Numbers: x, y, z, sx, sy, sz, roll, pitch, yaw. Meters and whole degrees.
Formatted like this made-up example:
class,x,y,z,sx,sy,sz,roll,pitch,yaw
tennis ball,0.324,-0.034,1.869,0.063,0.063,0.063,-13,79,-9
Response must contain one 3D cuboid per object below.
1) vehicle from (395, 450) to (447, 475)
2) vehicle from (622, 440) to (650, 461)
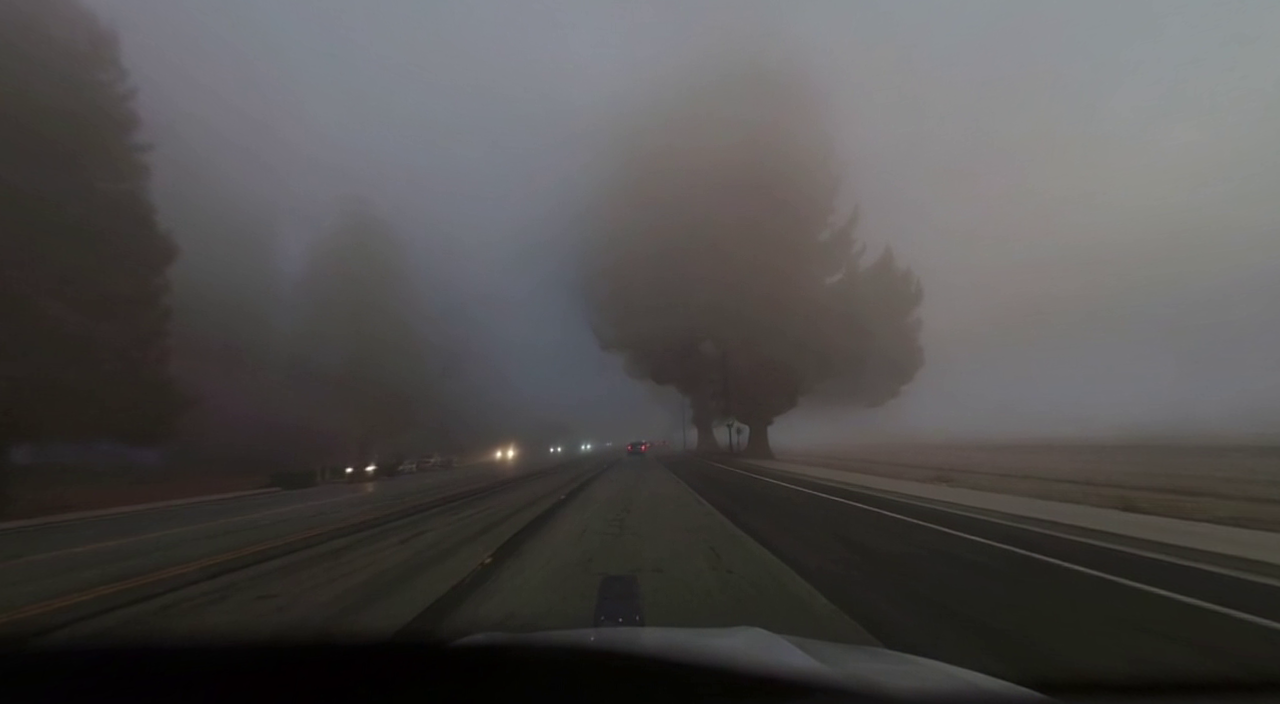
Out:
class,x,y,z,sx,sy,sz,roll,pitch,yaw
vehicle,-14.689,7.426,42.574,1.959,1.489,4.550,-2,-9,-1
vehicle,-0.350,7.469,47.959,1.984,1.439,4.171,0,-8,-1
